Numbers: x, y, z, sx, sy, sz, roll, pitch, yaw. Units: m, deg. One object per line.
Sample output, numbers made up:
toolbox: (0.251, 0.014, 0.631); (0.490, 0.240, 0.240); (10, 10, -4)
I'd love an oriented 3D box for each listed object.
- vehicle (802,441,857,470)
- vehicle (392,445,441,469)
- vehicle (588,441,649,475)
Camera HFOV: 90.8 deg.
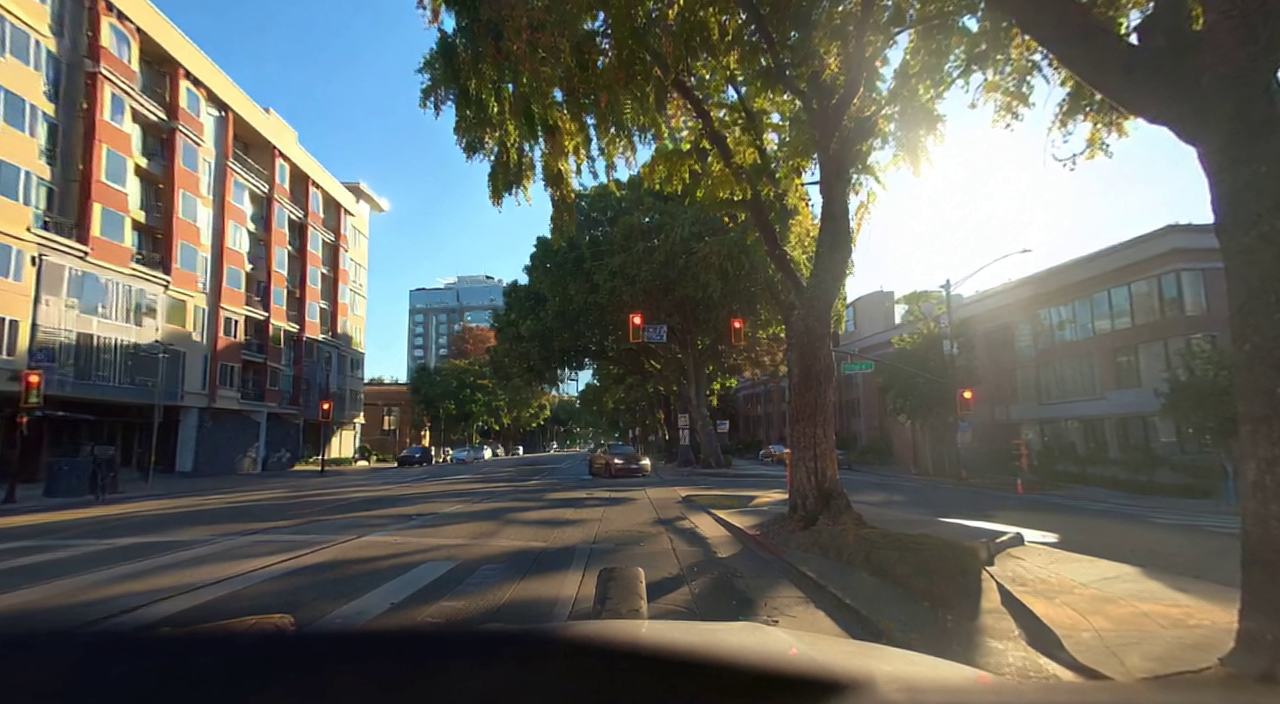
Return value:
vehicle: (13.051, 7.126, 43.841); (2.181, 1.876, 4.723); (0, -8, -2)
vehicle: (-16.485, 7.730, 46.763); (2.075, 1.708, 4.335); (0, -8, -1)
vehicle: (-1.083, 4.908, 29.606); (1.933, 1.460, 4.683); (2, -9, -13)
